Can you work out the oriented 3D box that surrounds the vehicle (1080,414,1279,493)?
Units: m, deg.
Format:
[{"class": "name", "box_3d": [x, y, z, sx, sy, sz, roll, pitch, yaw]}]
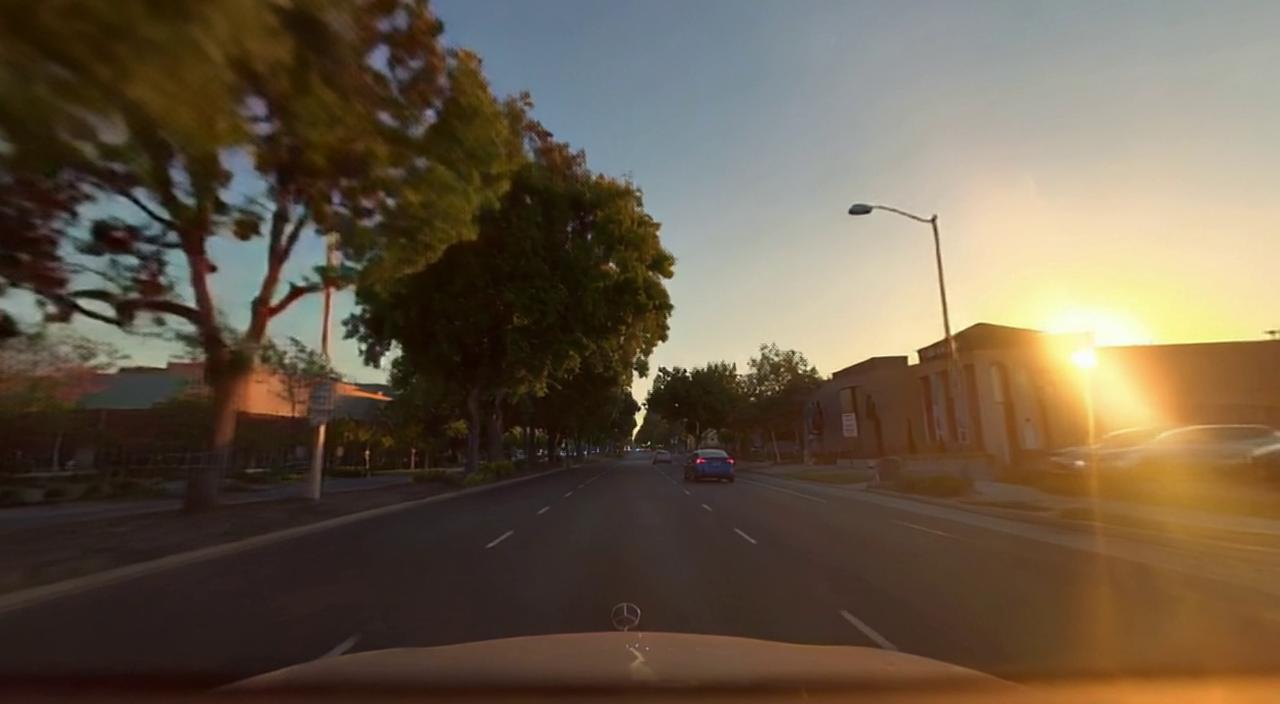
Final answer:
[{"class": "vehicle", "box_3d": [14.924, 2.758, 17.359, 4.072, 1.768, 1.923, -4, -8, 0]}]

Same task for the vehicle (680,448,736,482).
[{"class": "vehicle", "box_3d": [3.202, 5.446, 30.798, 2.033, 1.482, 4.571, 0, -9, -2]}]
